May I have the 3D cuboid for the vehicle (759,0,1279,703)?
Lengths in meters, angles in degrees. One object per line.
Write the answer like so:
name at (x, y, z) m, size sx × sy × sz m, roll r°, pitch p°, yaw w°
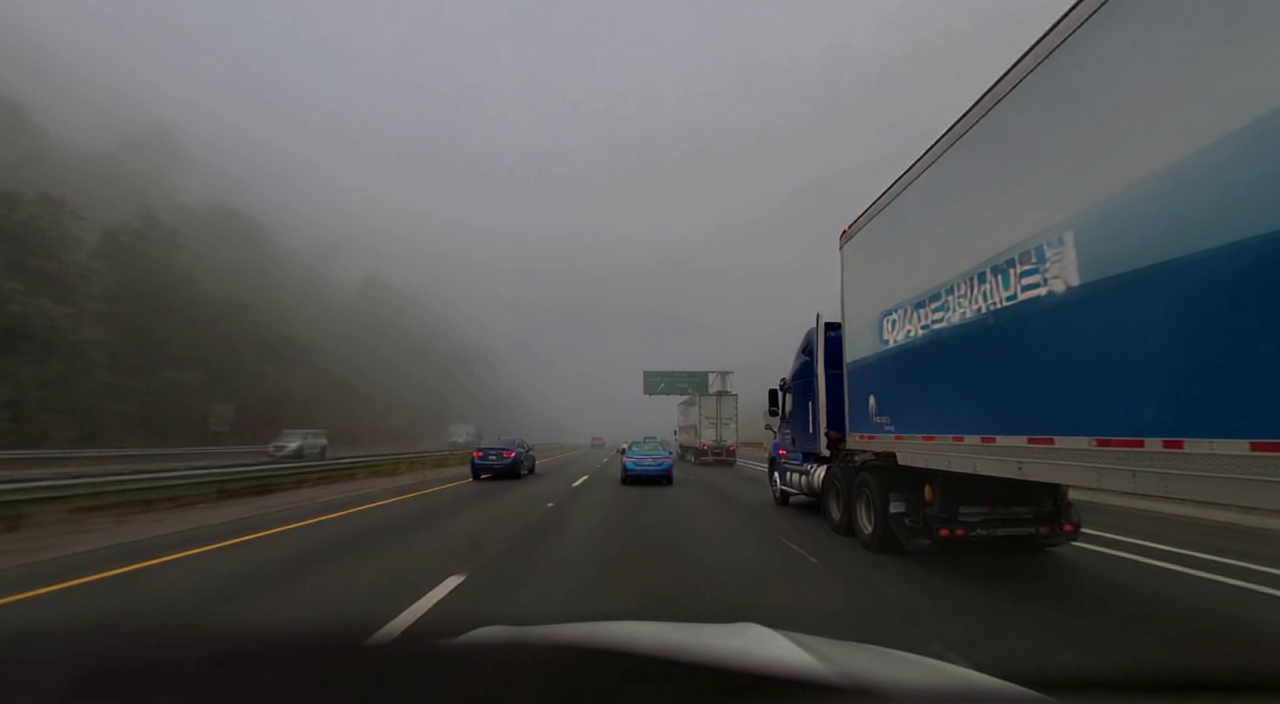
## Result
vehicle at (4.252, 0.239, 6.947) m, size 2.816 × 4.070 × 14.136 m, roll 0°, pitch -8°, yaw -1°

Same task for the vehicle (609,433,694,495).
vehicle at (0.254, 2.904, 16.788) m, size 2.021 × 1.435 × 3.611 m, roll 0°, pitch -8°, yaw -1°

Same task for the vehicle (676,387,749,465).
vehicle at (4.210, 4.805, 39.977) m, size 2.869 × 4.067 × 13.731 m, roll 0°, pitch -8°, yaw 0°

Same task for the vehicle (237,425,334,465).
vehicle at (-17.609, 4.651, 31.612) m, size 2.037 × 1.840 × 4.691 m, roll 0°, pitch -8°, yaw 2°

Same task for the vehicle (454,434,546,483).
vehicle at (-4.542, 3.500, 21.214) m, size 2.048 × 1.452 × 4.430 m, roll 0°, pitch -8°, yaw 0°
